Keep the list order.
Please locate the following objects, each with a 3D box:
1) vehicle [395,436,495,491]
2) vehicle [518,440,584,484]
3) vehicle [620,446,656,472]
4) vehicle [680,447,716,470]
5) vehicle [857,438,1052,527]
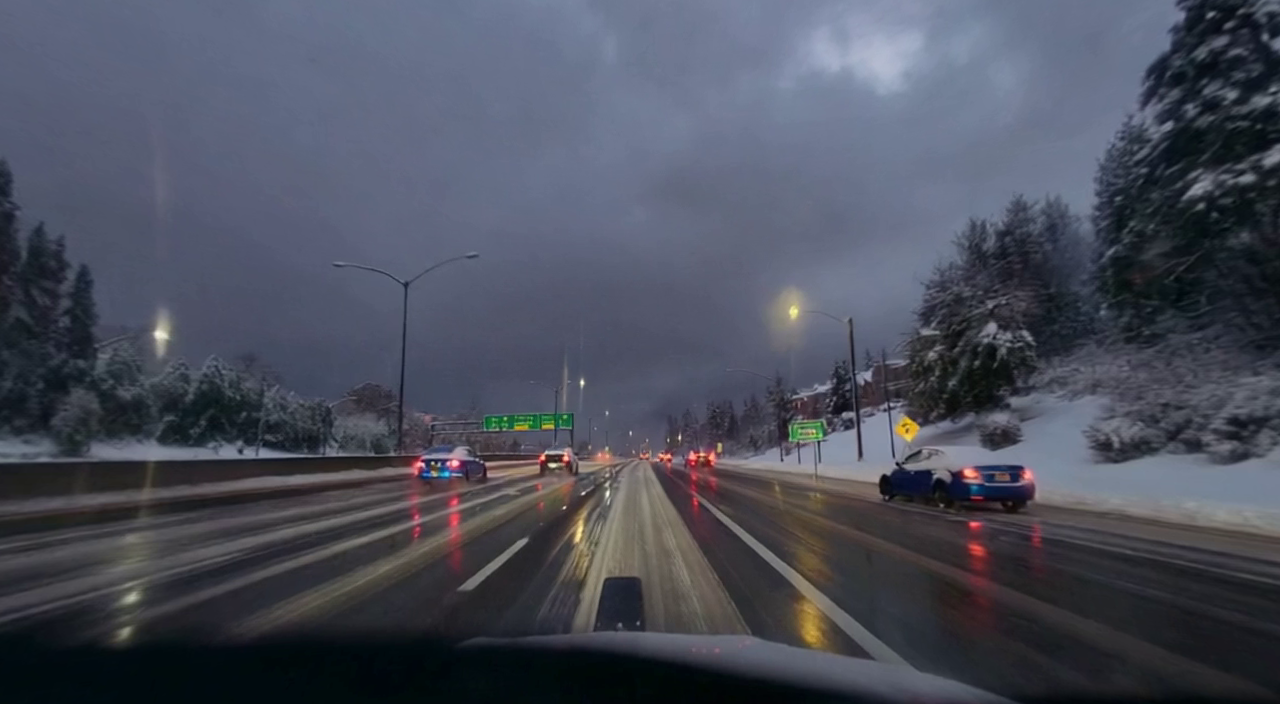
[{"bbox_3d":[-6.712,3.876,22.284,2.112,1.721,4.381,0,-9,0],"label":"vehicle"},{"bbox_3d":[-3.584,4.509,26.147,2.091,1.664,4.157,0,-9,1],"label":"vehicle"},{"bbox_3d":[-0.116,6.732,39.798,2.166,1.496,4.158,0,-9,0],"label":"vehicle"},{"bbox_3d":[3.949,7.336,43.615,2.077,1.527,4.553,0,-9,0],"label":"vehicle"},{"bbox_3d":[6.503,2.711,13.759,1.981,1.587,4.519,0,-9,1],"label":"vehicle"}]
